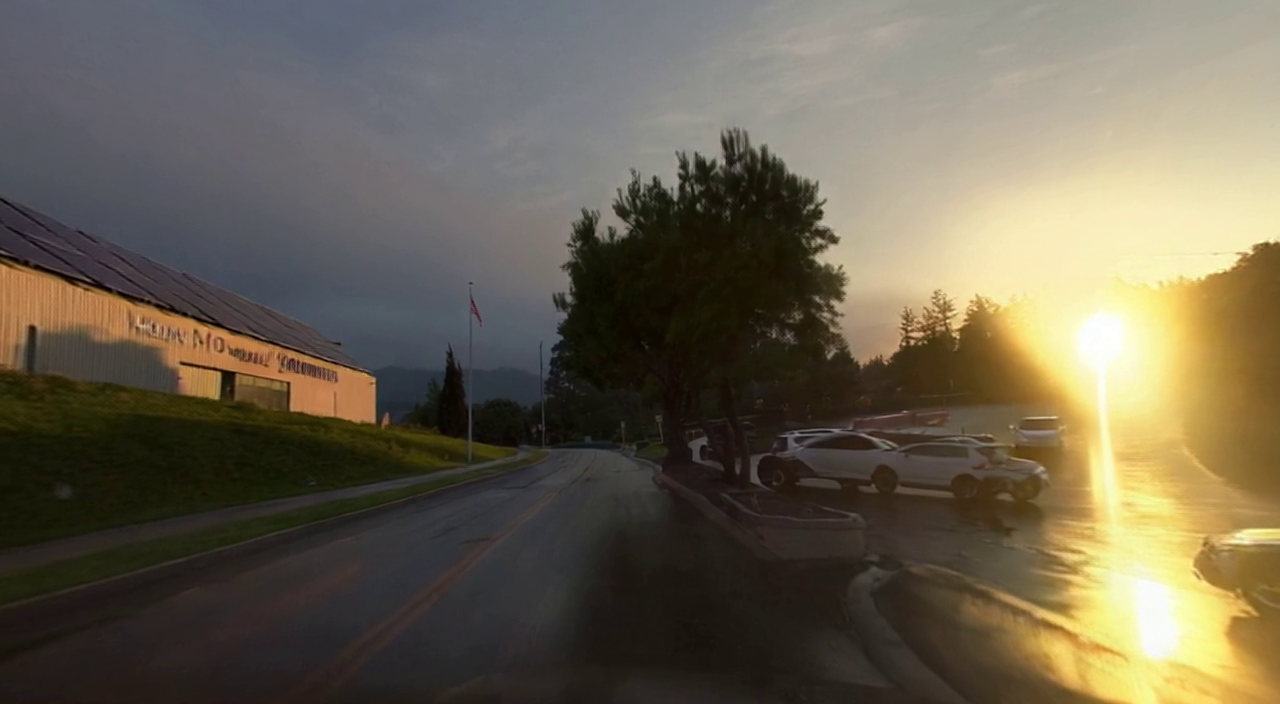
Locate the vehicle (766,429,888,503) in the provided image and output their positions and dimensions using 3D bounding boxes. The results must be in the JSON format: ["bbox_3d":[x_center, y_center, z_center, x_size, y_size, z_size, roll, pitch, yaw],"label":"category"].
[{"bbox_3d":[5.235,3.243,18.303,1.977,1.860,4.237,0,-9,-4],"label":"vehicle"}]

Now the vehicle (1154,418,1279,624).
[{"bbox_3d":[7.555,1.470,5.170,2.113,1.945,4.546,3,-9,-19],"label":"vehicle"}]

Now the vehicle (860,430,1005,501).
[{"bbox_3d":[8.029,3.161,17.846,1.924,1.713,4.627,-1,-9,1],"label":"vehicle"}]

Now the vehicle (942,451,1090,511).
[{"bbox_3d":[10.541,3.601,18.014,1.819,1.494,3.834,0,-9,0],"label":"vehicle"}]
